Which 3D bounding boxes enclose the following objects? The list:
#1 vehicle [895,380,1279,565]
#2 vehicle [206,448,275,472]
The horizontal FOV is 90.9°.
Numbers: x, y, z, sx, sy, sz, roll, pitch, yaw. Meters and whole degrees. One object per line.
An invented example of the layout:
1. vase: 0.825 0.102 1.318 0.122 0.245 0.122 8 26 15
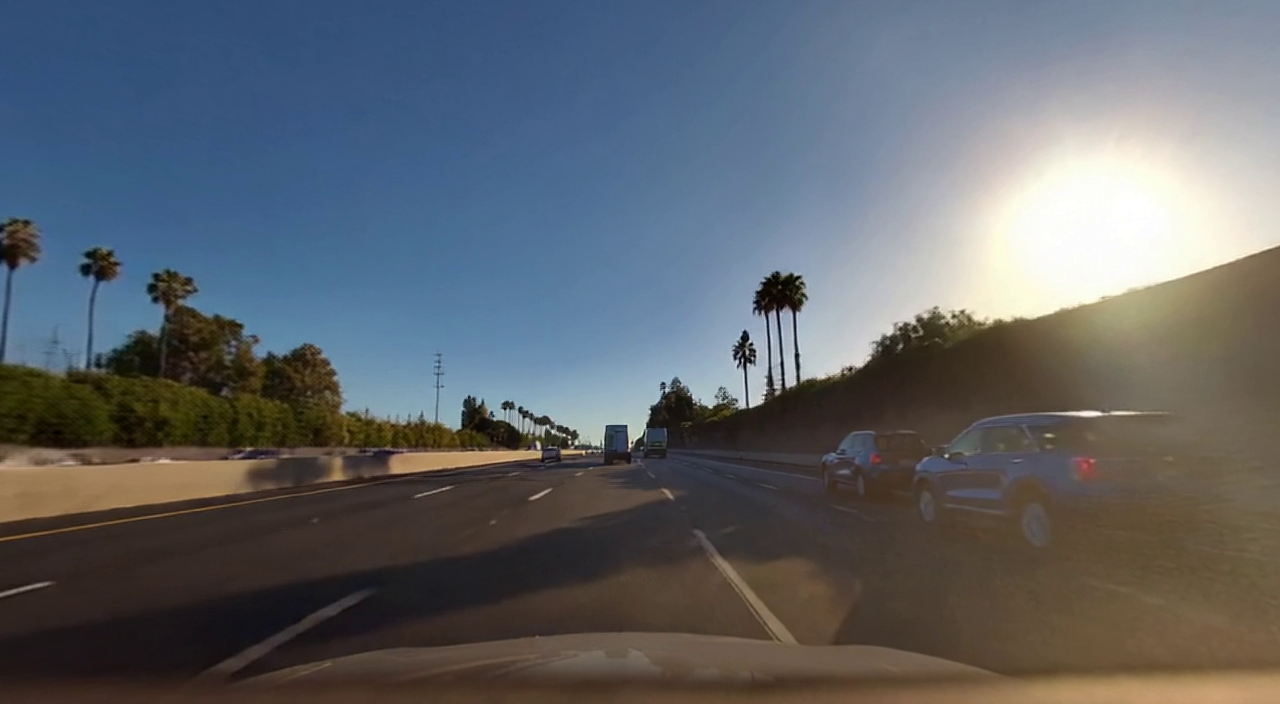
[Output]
1. vehicle: 6.436 1.803 10.180 2.408 2.210 4.999 0 -8 -2
2. vehicle: -26.251 7.075 41.613 2.023 1.493 3.907 0 -8 -2
